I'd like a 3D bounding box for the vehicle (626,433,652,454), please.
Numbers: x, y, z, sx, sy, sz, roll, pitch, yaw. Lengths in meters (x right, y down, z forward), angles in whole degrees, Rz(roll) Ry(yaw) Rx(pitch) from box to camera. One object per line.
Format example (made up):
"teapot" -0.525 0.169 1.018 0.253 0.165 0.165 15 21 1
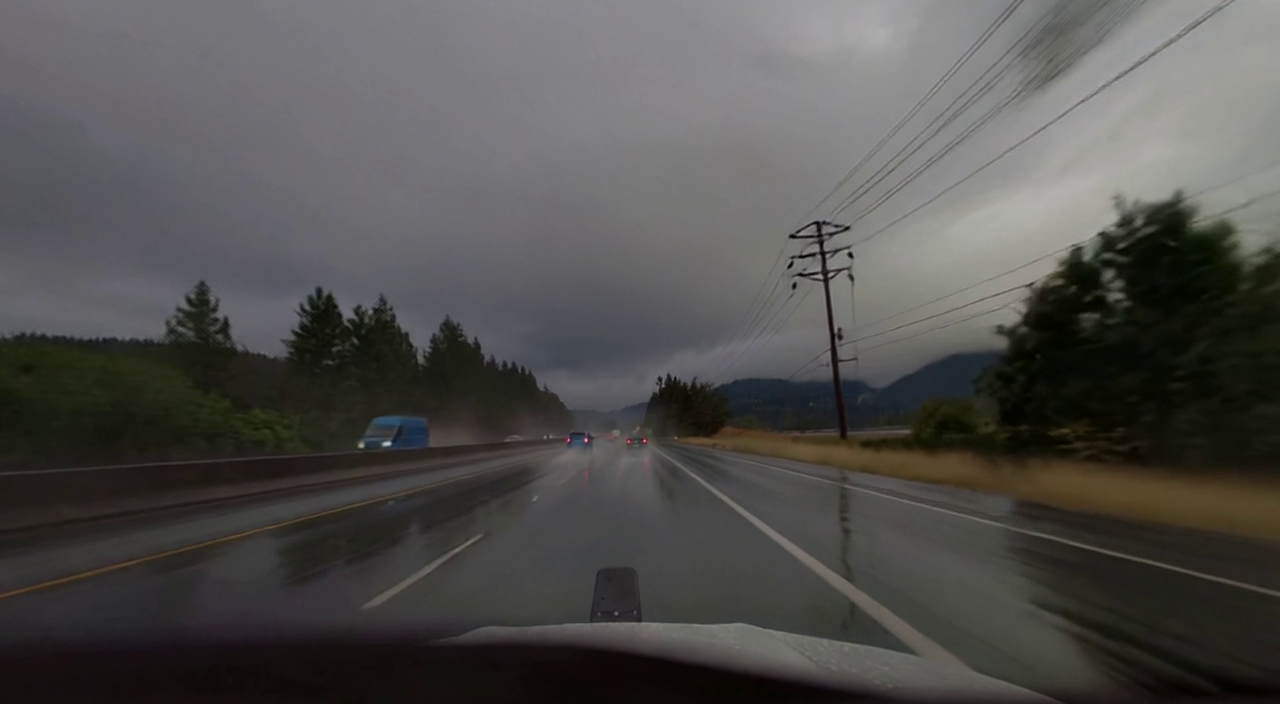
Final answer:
"vehicle" -0.122 6.917 47.659 1.890 1.472 3.716 0 -8 -1

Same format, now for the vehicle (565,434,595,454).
"vehicle" -4.486 6.923 47.536 1.911 1.477 3.807 0 -8 0

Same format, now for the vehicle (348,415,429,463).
"vehicle" -17.201 5.985 43.670 2.656 3.032 7.159 0 -8 0
